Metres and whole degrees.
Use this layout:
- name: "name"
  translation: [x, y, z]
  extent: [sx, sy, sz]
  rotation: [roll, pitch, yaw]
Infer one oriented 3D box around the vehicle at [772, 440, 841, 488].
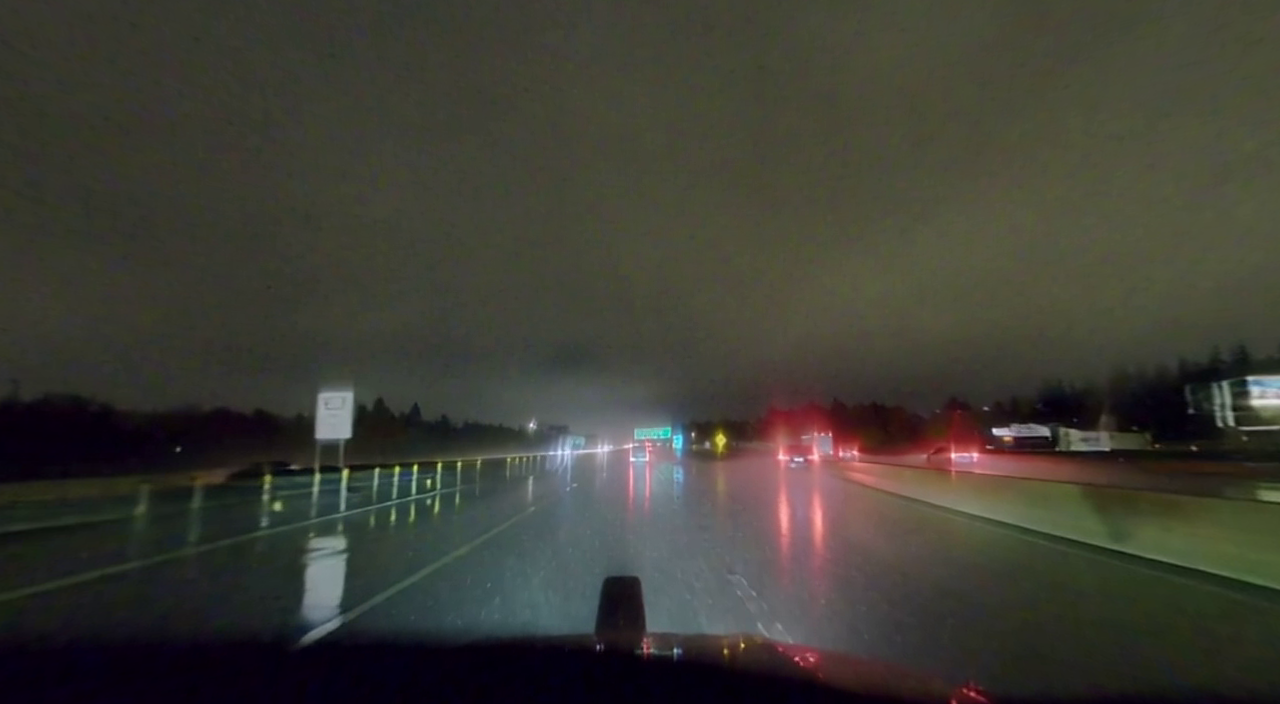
- name: "vehicle"
  translation: [6.636, 4.472, 25.603]
  extent: [2.133, 1.746, 4.511]
  rotation: [-1, -9, 8]
